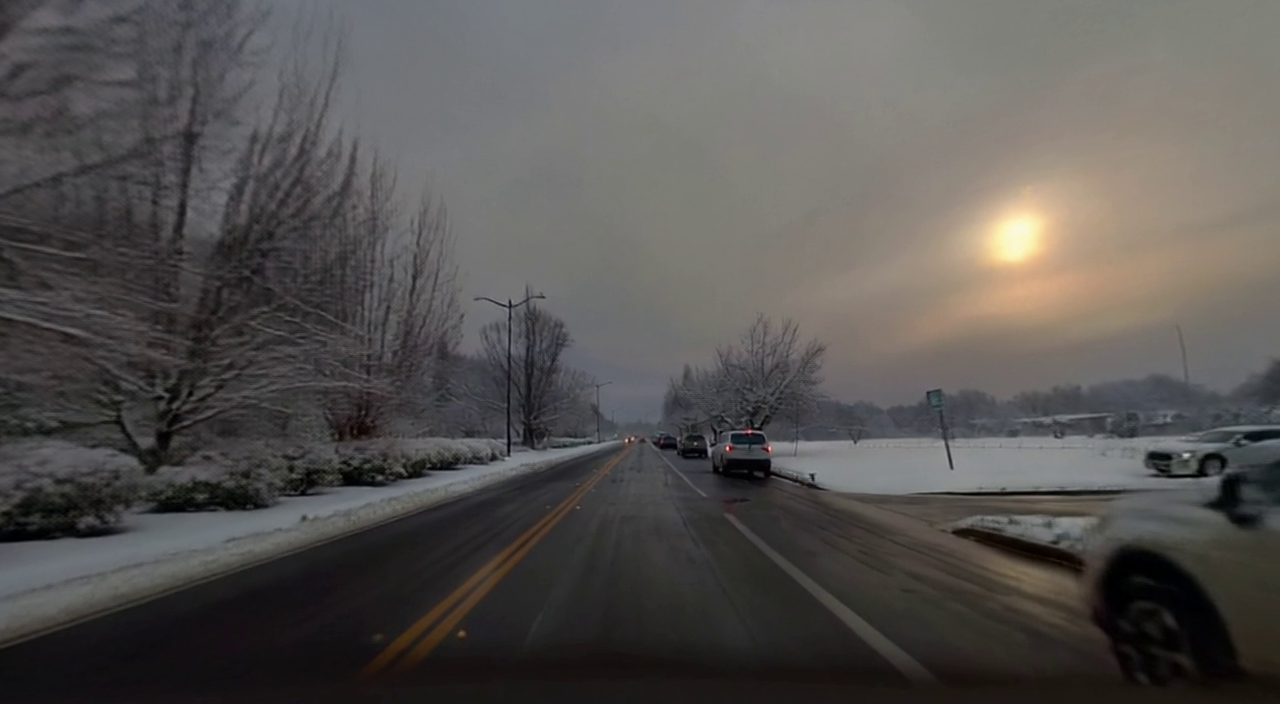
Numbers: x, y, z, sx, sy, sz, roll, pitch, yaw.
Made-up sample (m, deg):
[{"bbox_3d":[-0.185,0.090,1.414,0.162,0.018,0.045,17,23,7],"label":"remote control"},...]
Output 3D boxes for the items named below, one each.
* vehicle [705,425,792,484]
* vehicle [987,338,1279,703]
[{"bbox_3d":[3.795,3.676,22.930,2.226,1.889,4.543,0,-8,-1],"label":"vehicle"},{"bbox_3d":[3.659,0.724,1.900,2.250,1.720,5.033,0,-8,-1],"label":"vehicle"}]
